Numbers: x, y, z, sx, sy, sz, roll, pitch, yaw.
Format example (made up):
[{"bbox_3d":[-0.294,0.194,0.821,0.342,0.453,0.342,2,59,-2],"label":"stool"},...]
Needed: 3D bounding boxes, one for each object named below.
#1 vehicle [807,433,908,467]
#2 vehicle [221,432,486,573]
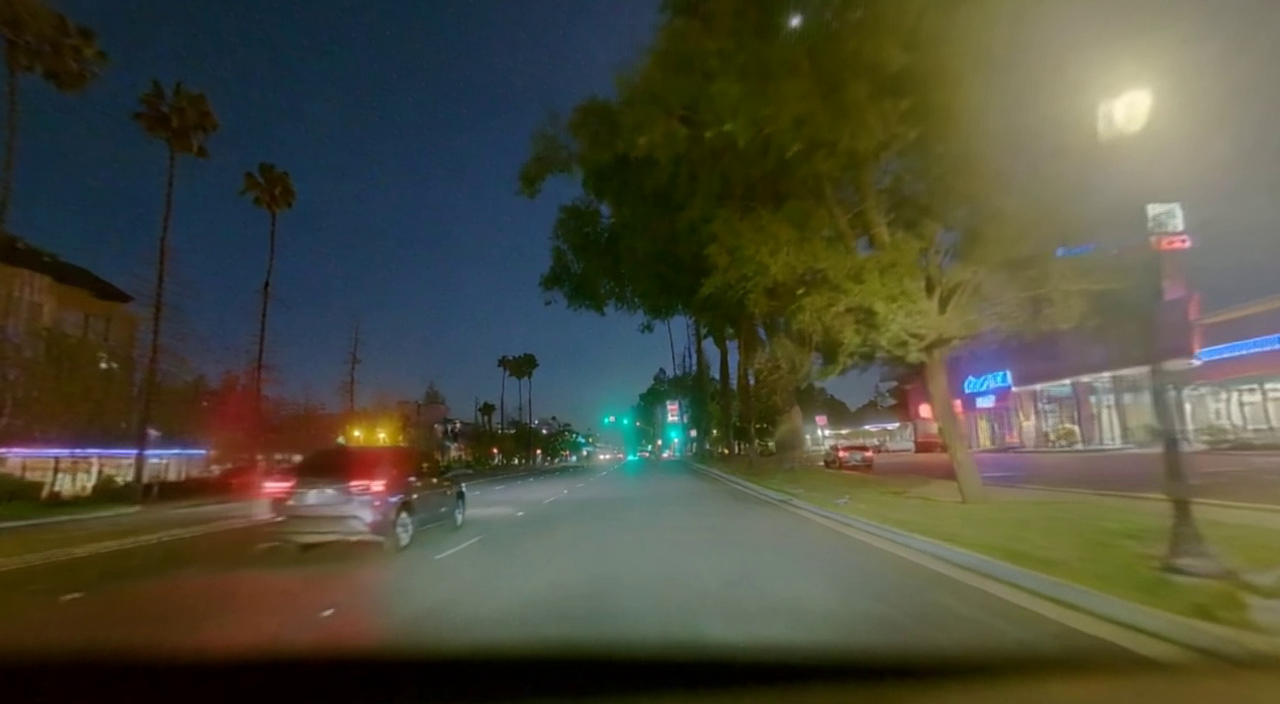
[{"bbox_3d":[11.536,5.225,33.737,4.577,1.750,2.115,0,-9,-3],"label":"vehicle"},{"bbox_3d":[-4.194,2.252,10.366,2.147,1.745,4.648,0,-8,0],"label":"vehicle"}]
